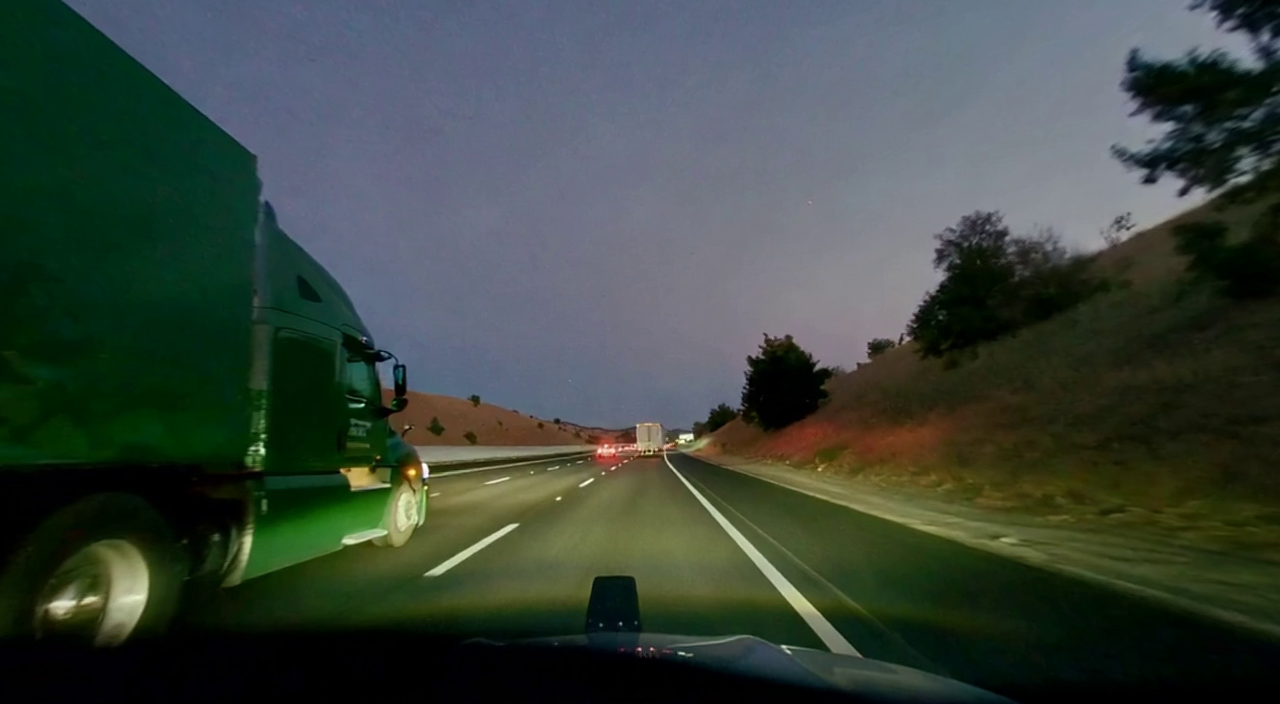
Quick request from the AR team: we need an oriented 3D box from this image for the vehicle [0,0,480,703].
[{"bbox_3d":[-3.716,0.299,4.703,2.989,3.493,8.299,1,-9,-1],"label":"vehicle"}]
